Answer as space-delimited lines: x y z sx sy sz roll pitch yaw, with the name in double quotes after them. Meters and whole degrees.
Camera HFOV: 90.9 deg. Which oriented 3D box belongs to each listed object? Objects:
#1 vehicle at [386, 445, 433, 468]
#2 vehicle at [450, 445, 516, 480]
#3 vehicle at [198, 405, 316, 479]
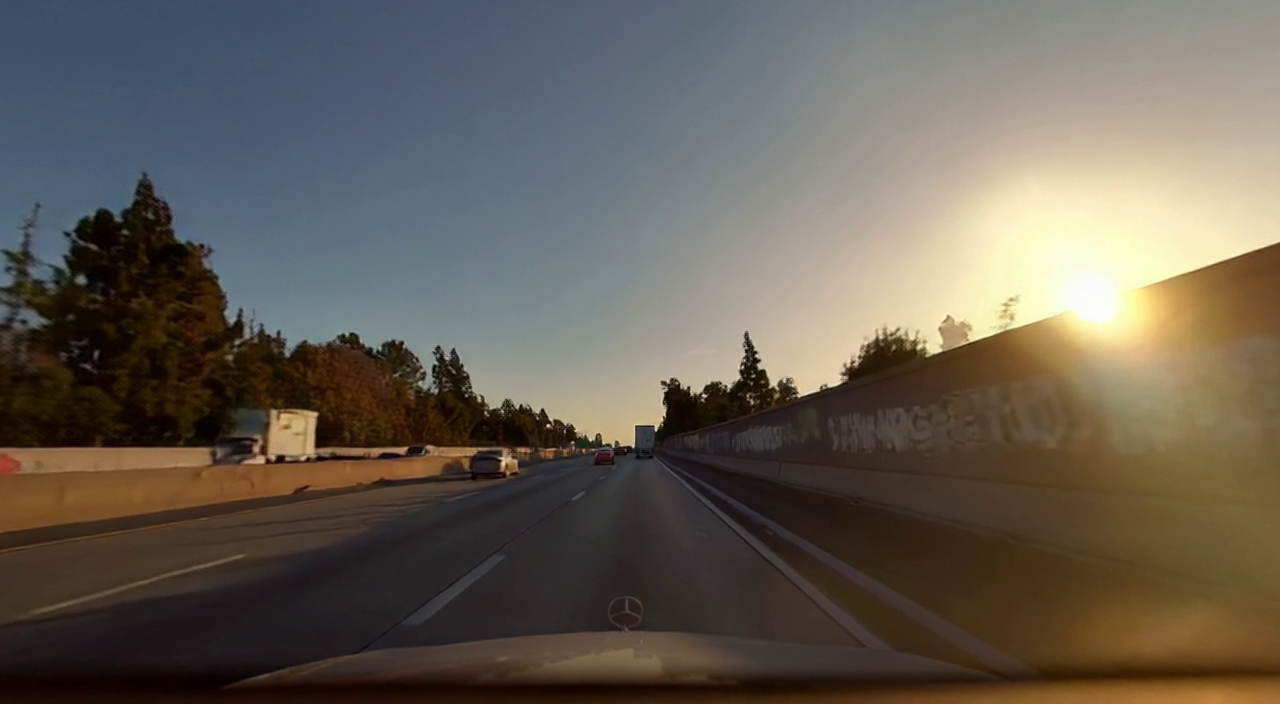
-18.169 8.261 49.829 1.989 1.732 4.444 0 -9 1 "vehicle"
-6.746 4.778 27.391 2.027 1.431 3.033 0 -9 0 "vehicle"
-22.090 5.296 36.833 2.933 3.916 5.954 0 -9 0 "vehicle"
